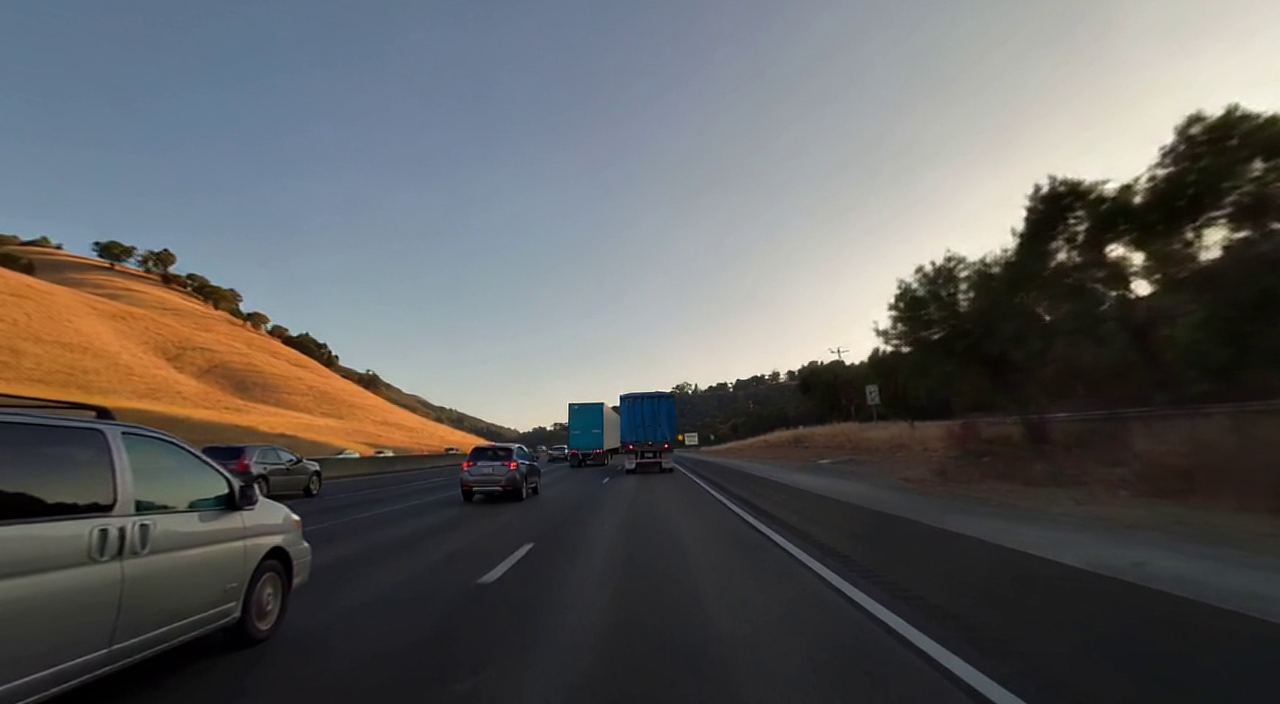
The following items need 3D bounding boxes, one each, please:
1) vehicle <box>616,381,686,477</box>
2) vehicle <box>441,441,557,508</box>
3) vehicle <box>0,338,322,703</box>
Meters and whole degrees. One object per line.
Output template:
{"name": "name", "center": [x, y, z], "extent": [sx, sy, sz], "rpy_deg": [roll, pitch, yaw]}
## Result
{"name": "vehicle", "center": [0.617, 4.002, 31.860], "extent": [2.913, 3.988, 10.874], "rpy_deg": [0, -8, 2]}
{"name": "vehicle", "center": [-3.359, 2.982, 15.929], "extent": [1.950, 1.446, 4.224], "rpy_deg": [0, -8, 0]}
{"name": "vehicle", "center": [-3.783, 0.852, 2.773], "extent": [2.136, 1.779, 4.875], "rpy_deg": [0, -8, 1]}
